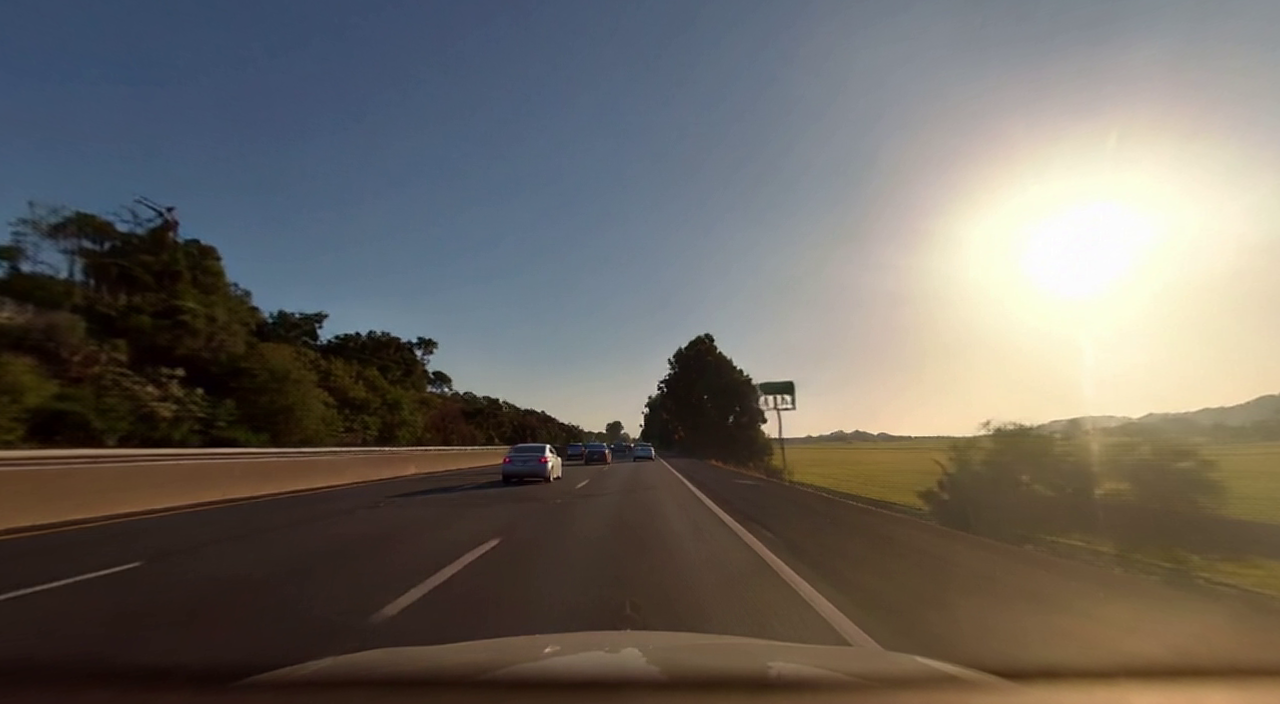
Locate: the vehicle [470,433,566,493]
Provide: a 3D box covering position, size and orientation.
[{"bbox_3d":[-3.684,3.443,19.950,2.028,1.634,4.441,0,-8,1],"label":"vehicle"}]

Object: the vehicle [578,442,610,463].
[{"bbox_3d":[-3.471,7.611,47.919,2.066,1.497,4.253,0,-8,1],"label":"vehicle"}]

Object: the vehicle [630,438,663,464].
[{"bbox_3d":[0.423,6.983,44.576,2.259,1.697,4.106,0,-8,0],"label":"vehicle"}]
